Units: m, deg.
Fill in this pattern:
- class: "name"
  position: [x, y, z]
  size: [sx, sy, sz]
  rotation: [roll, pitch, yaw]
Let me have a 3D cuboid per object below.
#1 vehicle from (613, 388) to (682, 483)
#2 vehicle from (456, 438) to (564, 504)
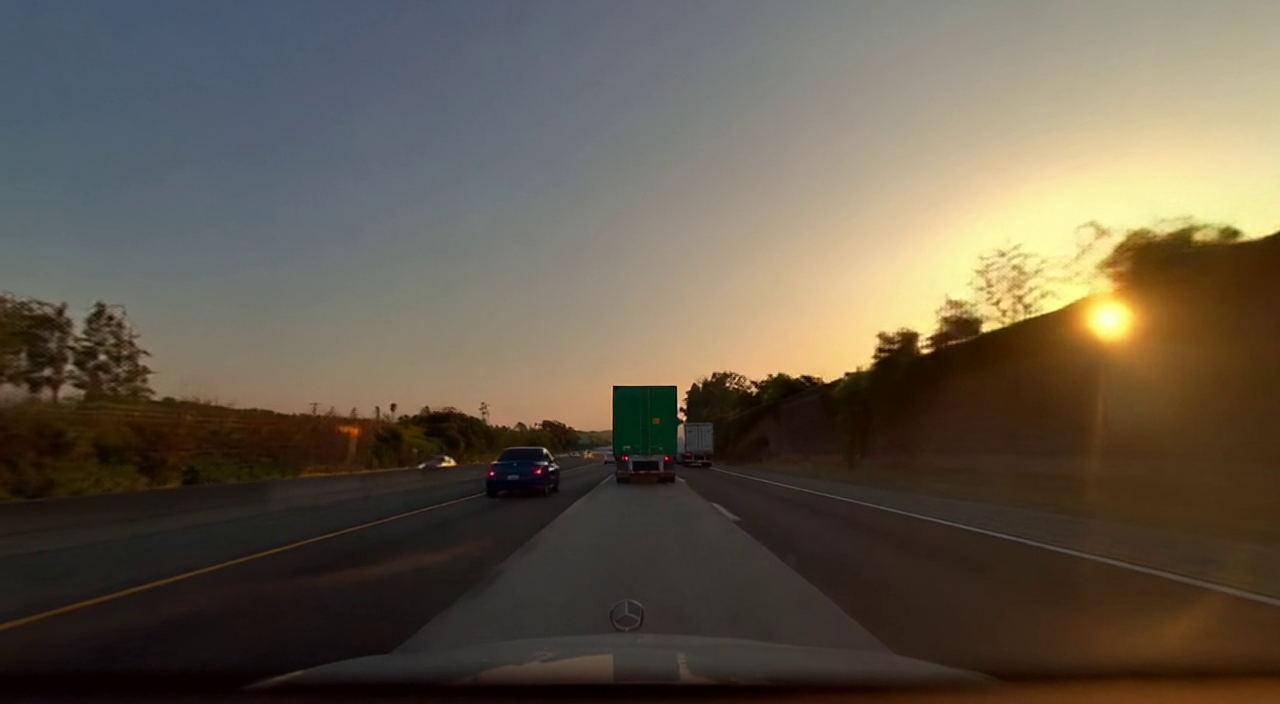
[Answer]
- class: "vehicle"
  position: [0.296, 4.418, 32.600]
  size: [2.932, 4.042, 11.054]
  rotation: [0, -9, 0]
- class: "vehicle"
  position: [-3.572, 3.359, 18.258]
  size: [2.173, 1.657, 4.401]
  rotation: [0, -9, 0]
